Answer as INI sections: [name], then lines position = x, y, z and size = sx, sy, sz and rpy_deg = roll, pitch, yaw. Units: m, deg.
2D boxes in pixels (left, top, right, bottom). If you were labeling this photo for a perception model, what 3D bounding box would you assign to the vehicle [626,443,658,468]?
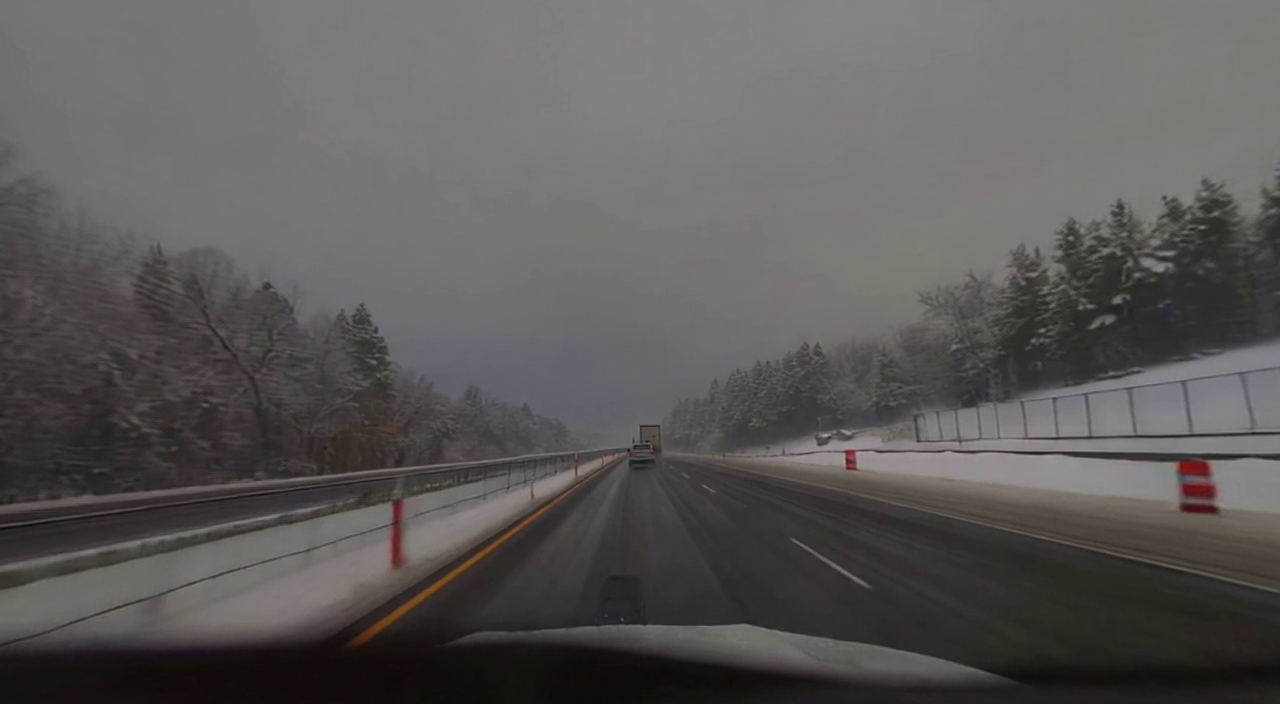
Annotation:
[vehicle]
position = 0.123, 6.896, 42.175
size = 2.065, 1.573, 3.734
rpy_deg = 0, -9, 0
